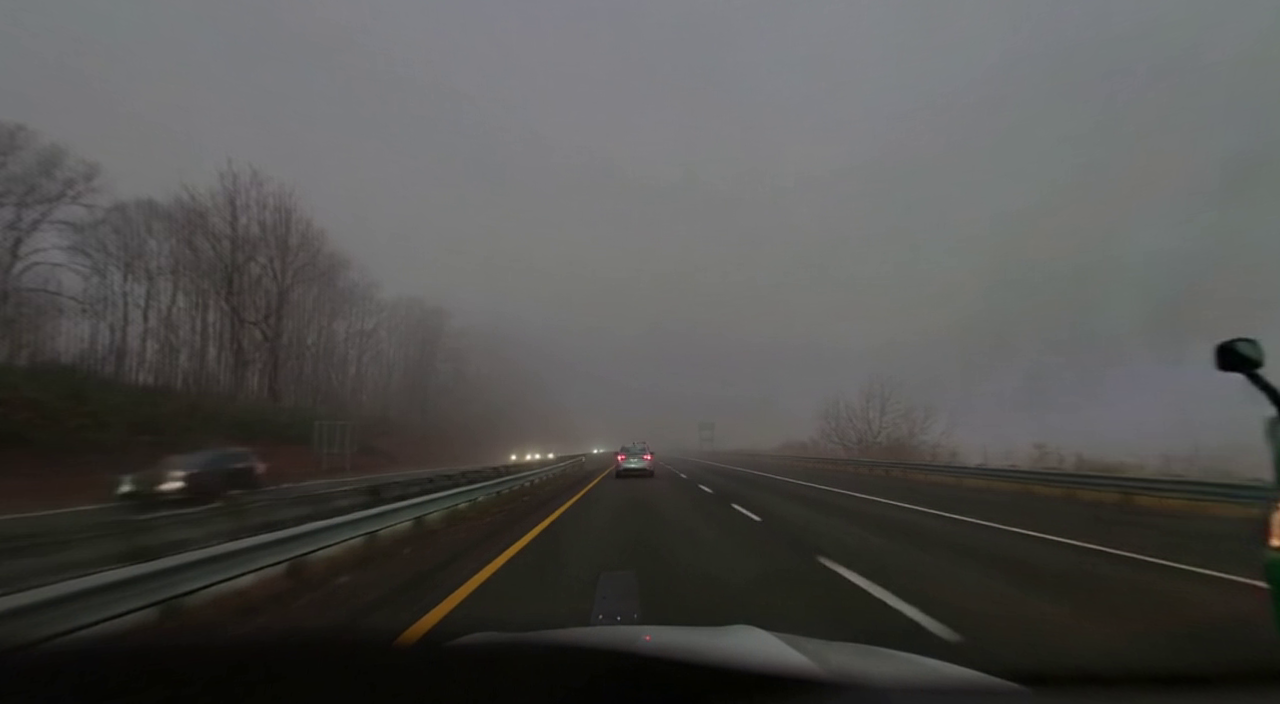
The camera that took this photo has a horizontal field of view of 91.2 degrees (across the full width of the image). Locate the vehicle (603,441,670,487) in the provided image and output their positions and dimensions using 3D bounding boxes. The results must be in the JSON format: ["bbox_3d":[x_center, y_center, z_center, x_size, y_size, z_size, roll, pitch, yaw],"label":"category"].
[{"bbox_3d":[-0.160,4.070,23.081,2.244,1.506,4.097,0,-9,-1],"label":"vehicle"}]

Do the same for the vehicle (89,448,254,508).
[{"bbox_3d":[-13.656,3.647,18.622,1.834,1.539,3.929,0,-9,-1],"label":"vehicle"}]
